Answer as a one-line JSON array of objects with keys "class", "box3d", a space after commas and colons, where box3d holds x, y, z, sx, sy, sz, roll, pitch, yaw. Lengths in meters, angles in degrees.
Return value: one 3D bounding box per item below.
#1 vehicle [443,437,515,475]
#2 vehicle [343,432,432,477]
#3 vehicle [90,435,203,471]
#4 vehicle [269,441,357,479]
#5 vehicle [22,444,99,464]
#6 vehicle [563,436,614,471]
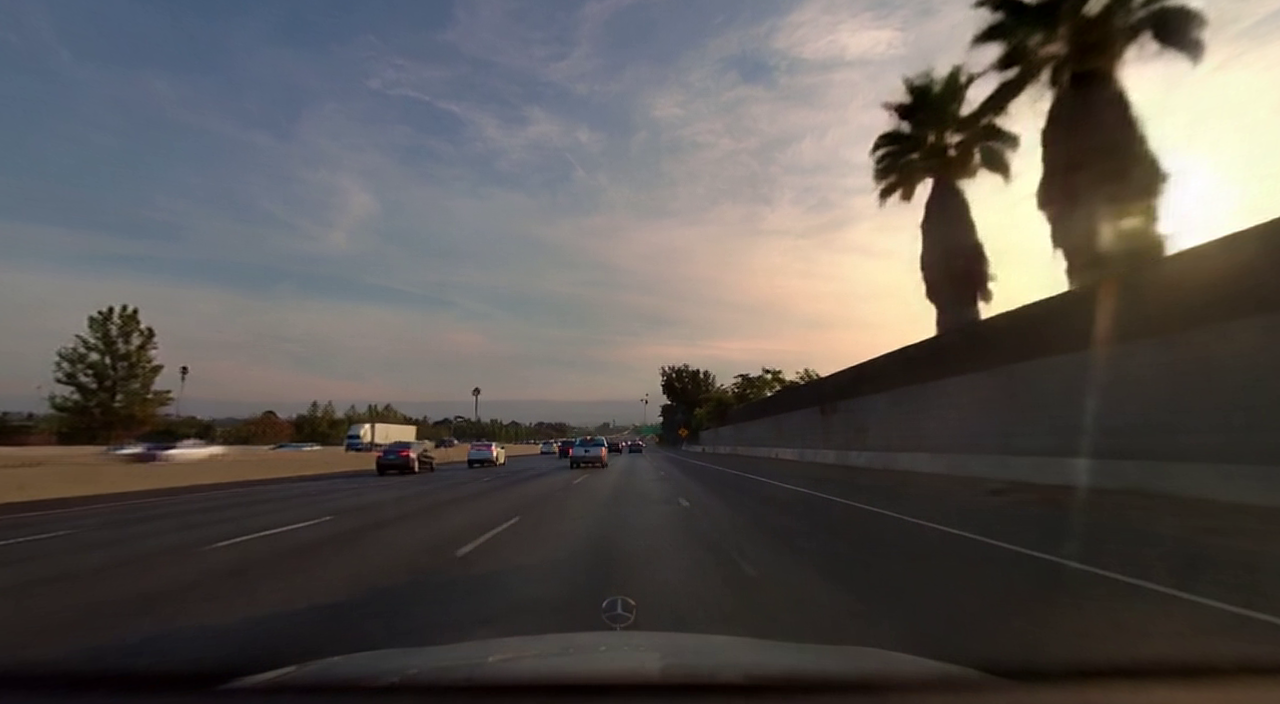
[{"class": "vehicle", "box3d": [-7.544, 4.913, 30.121, 2.204, 1.677, 4.438, 0, -8, 1]}, {"class": "vehicle", "box3d": [-11.454, 4.673, 29.054, 1.986, 1.875, 4.902, 0, -8, 1]}, {"class": "vehicle", "box3d": [-21.620, 4.431, 27.918, 1.852, 1.445, 3.833, 0, -8, 0]}, {"class": "vehicle", "box3d": [-15.436, 5.080, 30.122, 1.836, 1.662, 4.317, 0, -8, 1]}, {"class": "vehicle", "box3d": [-45.558, 7.990, 49.753, 1.757, 1.469, 4.465, 0, -8, 1]}, {"class": "vehicle", "box3d": [-2.495, 5.088, 31.874, 2.201, 1.672, 4.128, 0, -8, 0]}]
